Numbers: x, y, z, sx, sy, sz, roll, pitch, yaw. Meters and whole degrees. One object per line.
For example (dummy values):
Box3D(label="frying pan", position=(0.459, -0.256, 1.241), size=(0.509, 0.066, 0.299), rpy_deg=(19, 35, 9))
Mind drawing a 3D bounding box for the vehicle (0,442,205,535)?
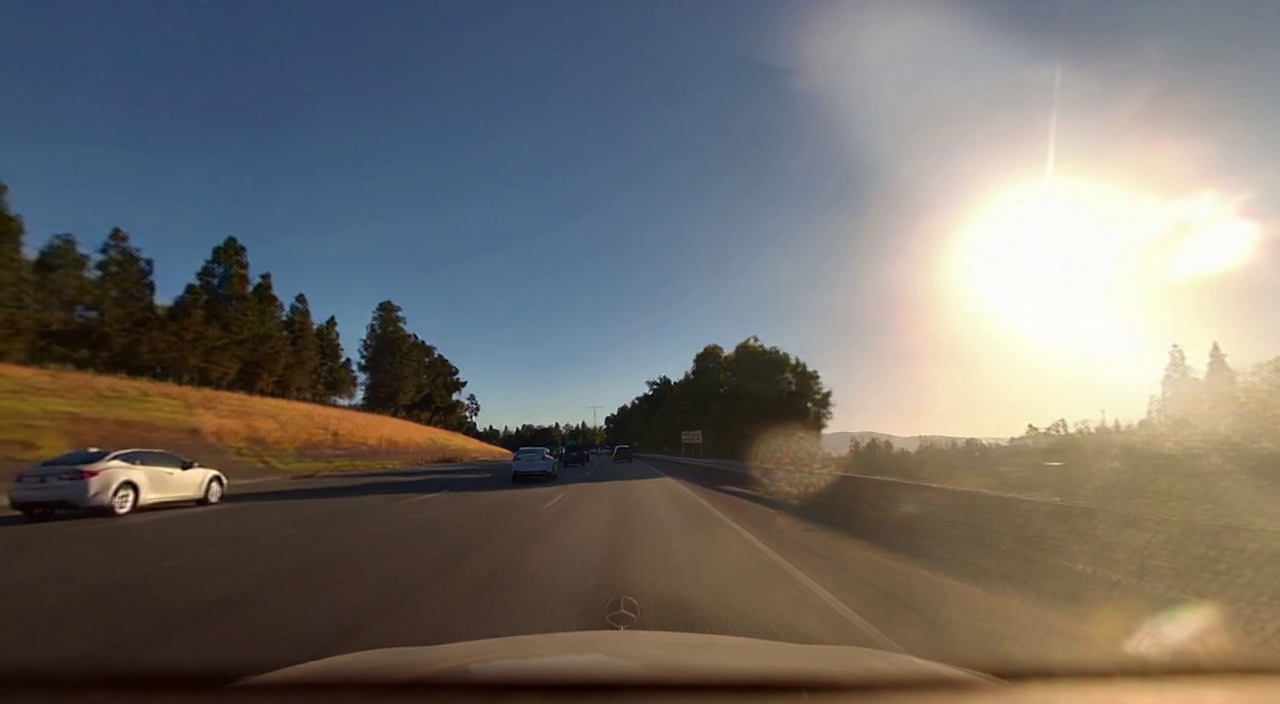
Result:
Box3D(label="vehicle", position=(-11.327, 2.587, 12.601), size=(1.960, 1.487, 4.593), rpy_deg=(0, -9, 0))

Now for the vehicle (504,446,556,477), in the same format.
Box3D(label="vehicle", position=(-5.622, 5.642, 32.675), size=(2.120, 1.458, 4.031), rpy_deg=(0, -9, -2))
